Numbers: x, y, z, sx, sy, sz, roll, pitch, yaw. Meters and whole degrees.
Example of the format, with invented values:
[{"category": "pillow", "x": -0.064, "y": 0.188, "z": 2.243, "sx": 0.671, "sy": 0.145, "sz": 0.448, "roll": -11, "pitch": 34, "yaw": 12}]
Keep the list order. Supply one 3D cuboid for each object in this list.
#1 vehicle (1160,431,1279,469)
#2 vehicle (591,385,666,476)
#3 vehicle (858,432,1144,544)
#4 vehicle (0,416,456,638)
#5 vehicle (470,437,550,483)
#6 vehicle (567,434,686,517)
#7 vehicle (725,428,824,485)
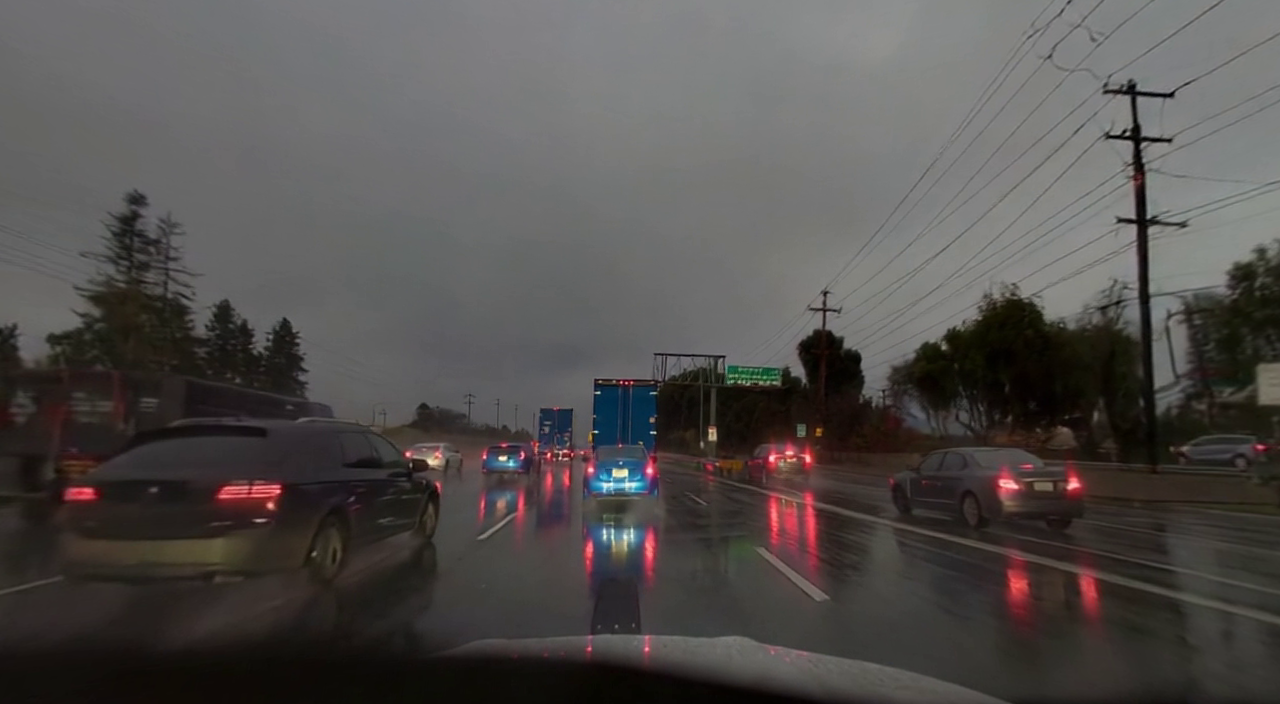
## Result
[{"category": "vehicle", "x": 28.509, "y": 4.693, "z": 30.414, "sx": 1.991, "sy": 1.655, "sz": 5.330, "roll": 1, "pitch": -9, "yaw": -6}, {"category": "vehicle", "x": -0.695, "y": 3.674, "z": 28.829, "sx": 2.909, "sy": 3.518, "sz": 8.262, "roll": 0, "pitch": -9, "yaw": -3}, {"category": "vehicle", "x": 5.374, "y": 2.054, "z": 10.221, "sx": 1.878, "sy": 1.406, "sz": 4.164, "roll": 1, "pitch": -9, "yaw": -6}, {"category": "vehicle", "x": -3.790, "y": 1.547, "z": 6.725, "sx": 2.235, "sy": 1.472, "sz": 4.860, "roll": 0, "pitch": -9, "yaw": -1}, {"category": "vehicle", "x": -4.531, "y": 3.874, "z": 22.895, "sx": 1.960, "sy": 1.450, "sz": 5.246, "roll": 0, "pitch": -9, "yaw": -2}, {"category": "vehicle", "x": -0.331, "y": 2.516, "z": 13.340, "sx": 2.112, "sy": 1.463, "sz": 4.012, "roll": 0, "pitch": -9, "yaw": -3}, {"category": "vehicle", "x": 4.287, "y": 3.419, "z": 20.813, "sx": 2.023, "sy": 1.676, "sz": 4.002, "roll": 1, "pitch": -9, "yaw": -6}]
